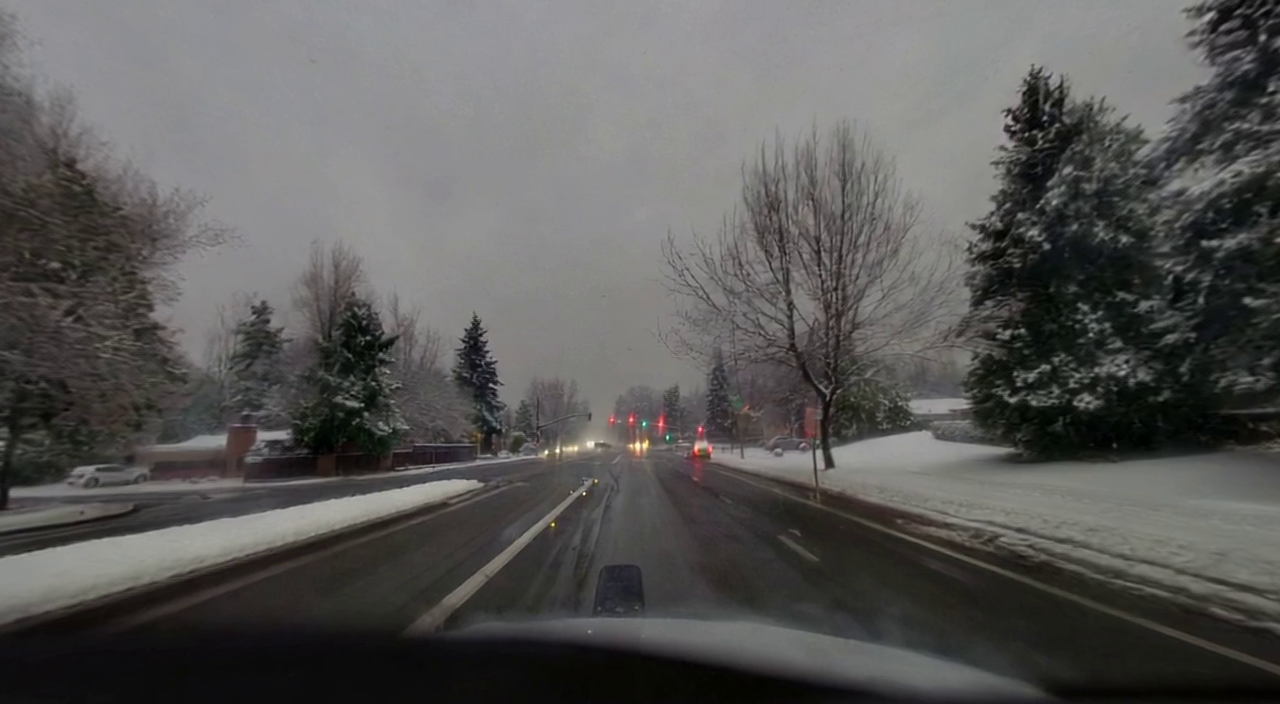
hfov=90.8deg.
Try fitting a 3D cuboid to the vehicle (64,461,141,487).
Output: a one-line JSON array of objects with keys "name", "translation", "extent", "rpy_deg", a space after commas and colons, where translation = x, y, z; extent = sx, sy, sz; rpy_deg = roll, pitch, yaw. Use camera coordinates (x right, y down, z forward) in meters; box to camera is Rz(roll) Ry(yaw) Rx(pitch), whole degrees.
[{"name": "vehicle", "translation": [-35.685, 8.108, 42.064], "extent": [1.779, 1.526, 3.705], "rpy_deg": [0, -8, 1]}]

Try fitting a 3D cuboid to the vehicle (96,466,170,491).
[{"name": "vehicle", "translation": [-33.130, 8.242, 41.392], "extent": [1.713, 1.466, 3.614], "rpy_deg": [-1, -9, 2]}]
